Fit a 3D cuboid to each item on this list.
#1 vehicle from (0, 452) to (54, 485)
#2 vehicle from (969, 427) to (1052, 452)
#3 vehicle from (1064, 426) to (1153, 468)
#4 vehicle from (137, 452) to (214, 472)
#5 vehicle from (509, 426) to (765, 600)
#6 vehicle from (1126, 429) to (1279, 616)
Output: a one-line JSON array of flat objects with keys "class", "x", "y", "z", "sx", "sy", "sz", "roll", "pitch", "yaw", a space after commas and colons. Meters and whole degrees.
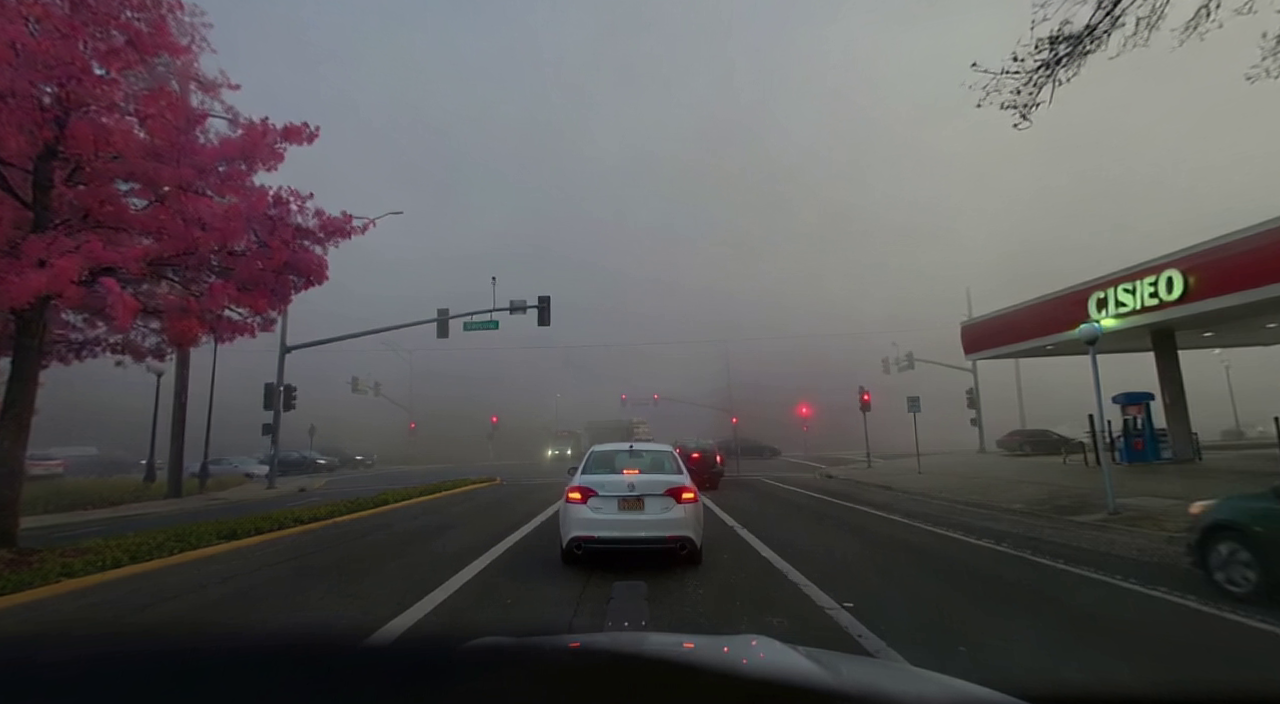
[{"class": "vehicle", "x": -33.302, "y": 6.037, "z": 32.897, "sx": 2.186, "sy": 1.588, "sz": 4.686, "roll": 3, "pitch": -9, "yaw": -20}, {"class": "vehicle", "x": 27.123, "y": 6.424, "z": 46.284, "sx": 4.664, "sy": 1.728, "sz": 2.171, "roll": -1, "pitch": -8, "yaw": 3}, {"class": "vehicle", "x": 18.589, "y": 3.756, "z": 24.913, "sx": 4.300, "sy": 1.495, "sz": 2.053, "roll": 8, "pitch": -12, "yaw": -44}, {"class": "vehicle", "x": -34.881, "y": 8.272, "z": 47.361, "sx": 4.466, "sy": 1.438, "sz": 1.837, "roll": -1, "pitch": -8, "yaw": 5}, {"class": "vehicle", "x": -0.055, "y": 1.694, "z": 7.554, "sx": 2.213, "sy": 1.482, "sz": 4.057, "roll": 0, "pitch": -8, "yaw": -1}, {"class": "vehicle", "x": 6.188, "y": 1.292, "z": 4.481, "sx": 1.942, "sy": 1.511, "sz": 4.390, "roll": 0, "pitch": -8, "yaw": 0}]
